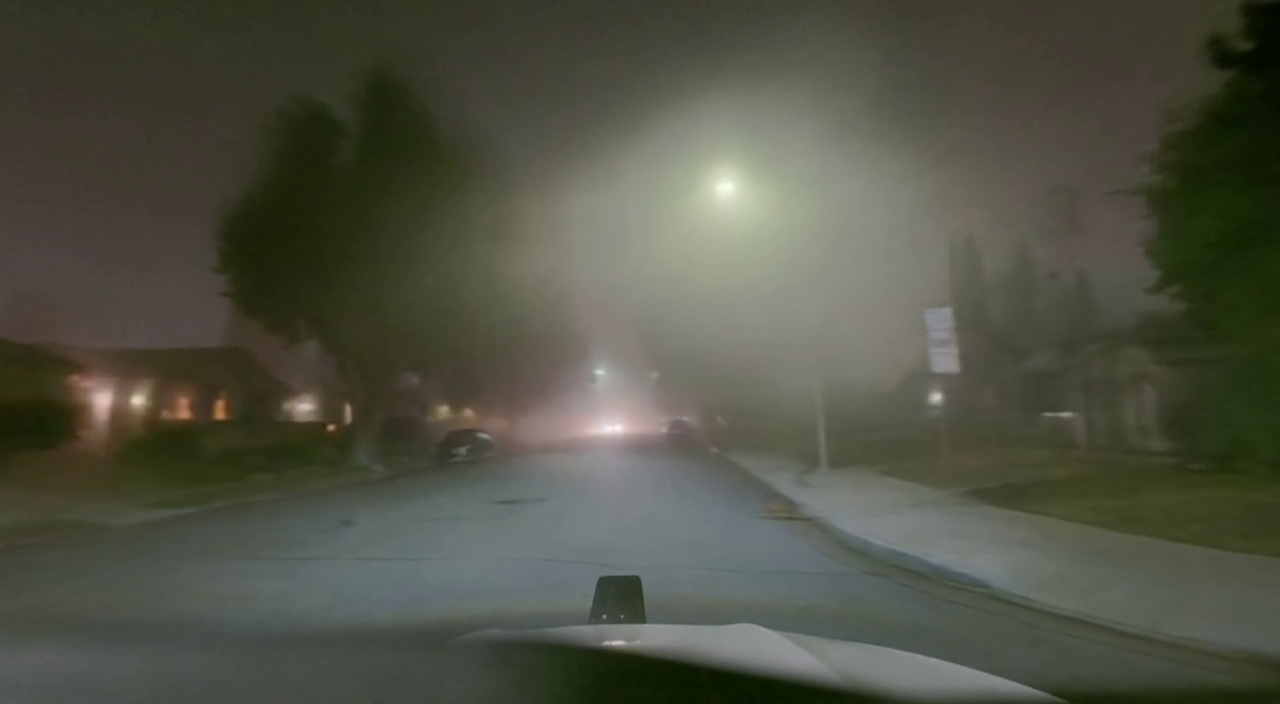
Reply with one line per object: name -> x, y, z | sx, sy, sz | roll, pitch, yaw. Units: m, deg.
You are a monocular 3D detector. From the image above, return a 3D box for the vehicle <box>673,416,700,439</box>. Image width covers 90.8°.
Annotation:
vehicle -> 3.609, 5.953, 49.473 | 2.018, 1.665, 4.226 | 0, -8, 3

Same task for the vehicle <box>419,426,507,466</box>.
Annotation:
vehicle -> -7.075, 3.807, 25.738 | 1.954, 1.490, 4.292 | -1, -8, 6
